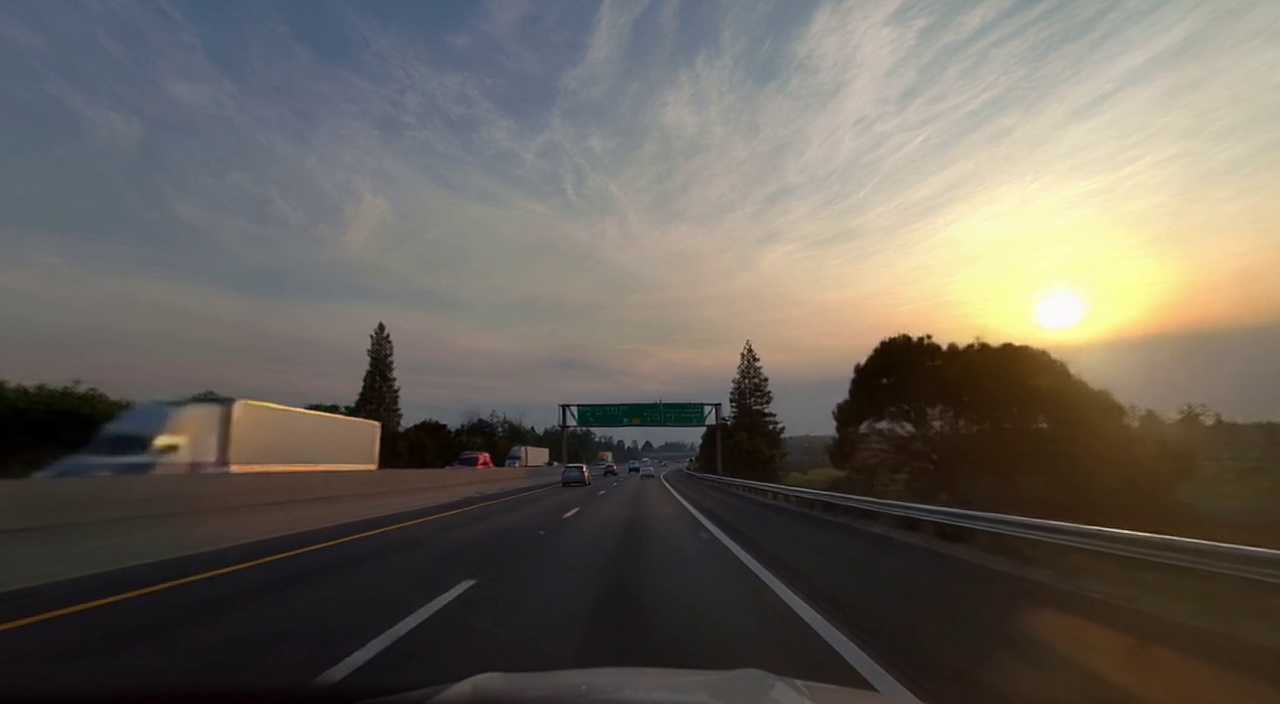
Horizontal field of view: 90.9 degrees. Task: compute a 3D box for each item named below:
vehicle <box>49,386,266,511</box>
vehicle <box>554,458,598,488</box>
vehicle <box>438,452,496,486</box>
[{"bbox_3d":[-17.232,3.611,23.213,3.027,3.952,5.790,1,-10,1],"label":"vehicle"},{"bbox_3d":[-3.970,7.689,40.012,2.160,1.721,4.368,1,-10,2],"label":"vehicle"},{"bbox_3d":[-12.114,8.255,44.514,2.282,2.189,5.633,1,-10,2],"label":"vehicle"}]
